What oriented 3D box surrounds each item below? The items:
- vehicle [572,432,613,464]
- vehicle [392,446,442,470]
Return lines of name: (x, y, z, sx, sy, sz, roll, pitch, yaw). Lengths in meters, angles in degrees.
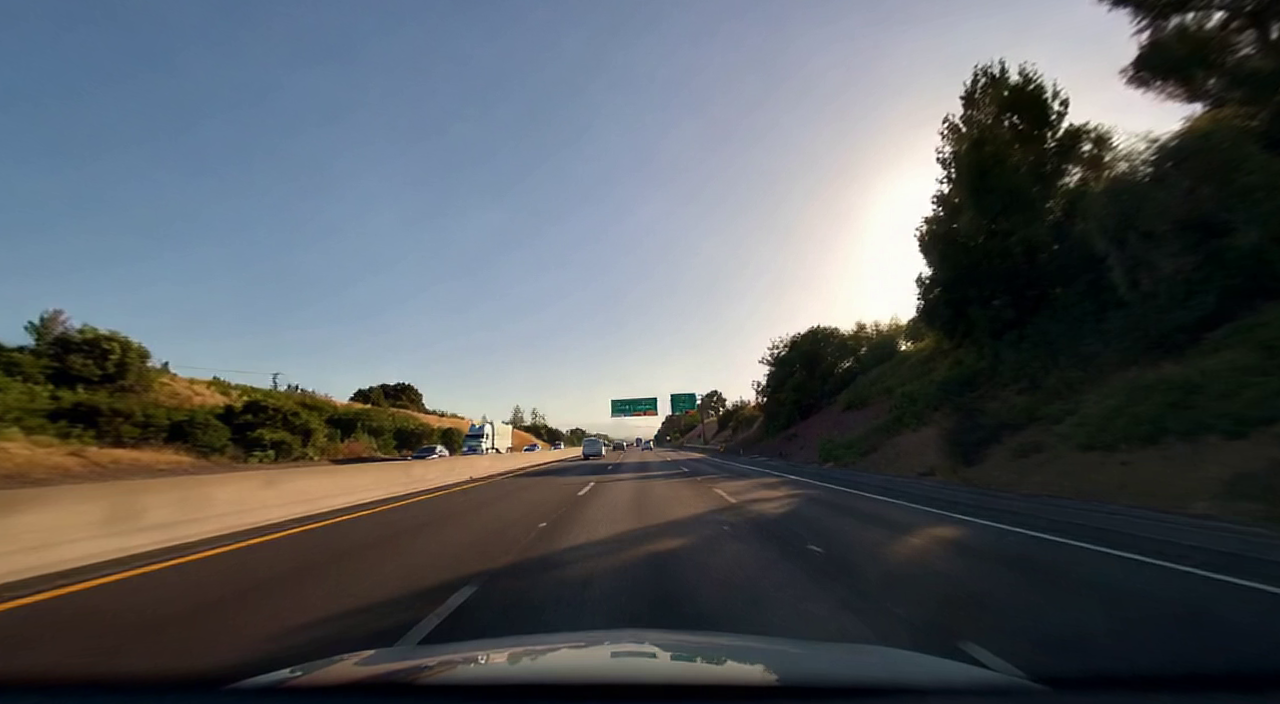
vehicle: (-3.107, 6.403, 42.105, 2.286, 2.011, 4.452, 0, -8, 1)
vehicle: (-14.743, 6.995, 41.793, 1.769, 1.466, 3.996, 0, -8, 2)
